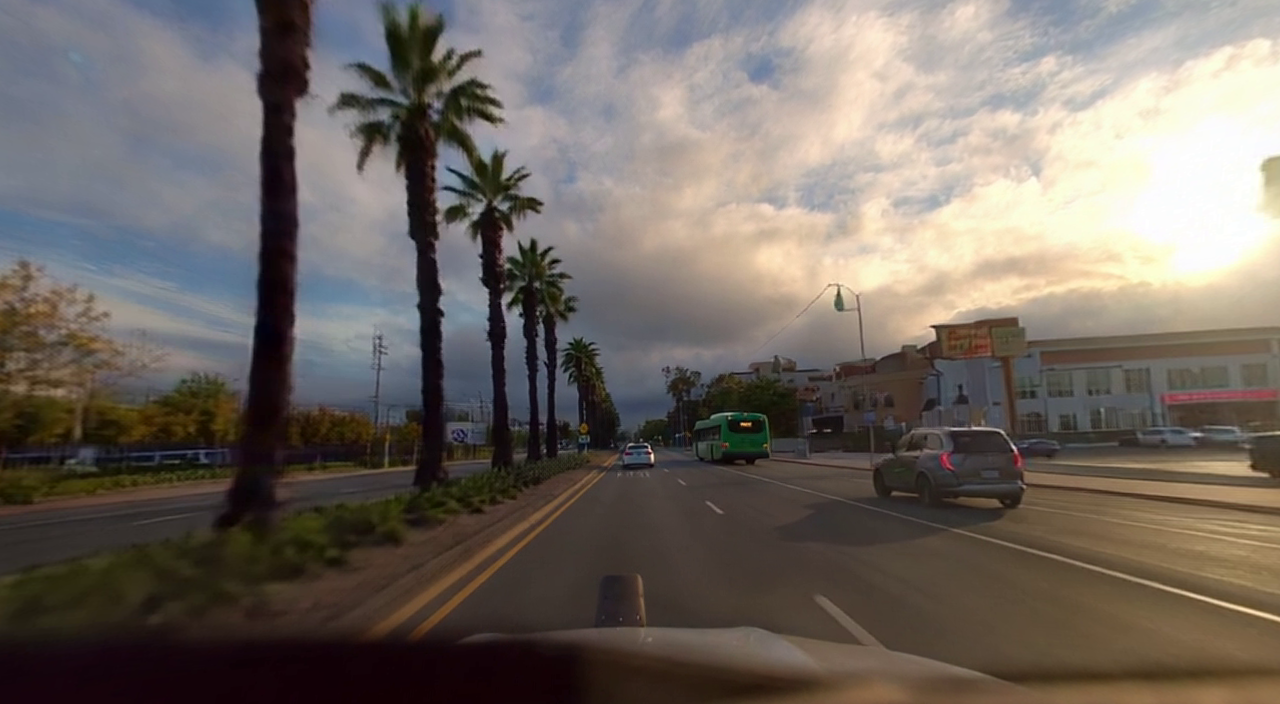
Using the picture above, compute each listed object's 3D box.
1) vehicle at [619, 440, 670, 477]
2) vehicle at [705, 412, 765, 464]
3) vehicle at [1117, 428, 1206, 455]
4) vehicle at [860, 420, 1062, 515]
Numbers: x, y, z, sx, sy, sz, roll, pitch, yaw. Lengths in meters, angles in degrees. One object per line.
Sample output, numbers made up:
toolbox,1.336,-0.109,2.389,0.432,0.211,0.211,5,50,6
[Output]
vehicle,0.177,4.691,28.063,2.065,1.477,4.306,0,-9,0
vehicle,6.675,6.318,45.918,2.795,3.383,9.287,0,-9,0
vehicle,35.496,6.174,43.189,1.908,1.637,4.765,-2,-9,0
vehicle,6.430,2.369,13.334,2.031,1.670,4.154,0,-9,0
